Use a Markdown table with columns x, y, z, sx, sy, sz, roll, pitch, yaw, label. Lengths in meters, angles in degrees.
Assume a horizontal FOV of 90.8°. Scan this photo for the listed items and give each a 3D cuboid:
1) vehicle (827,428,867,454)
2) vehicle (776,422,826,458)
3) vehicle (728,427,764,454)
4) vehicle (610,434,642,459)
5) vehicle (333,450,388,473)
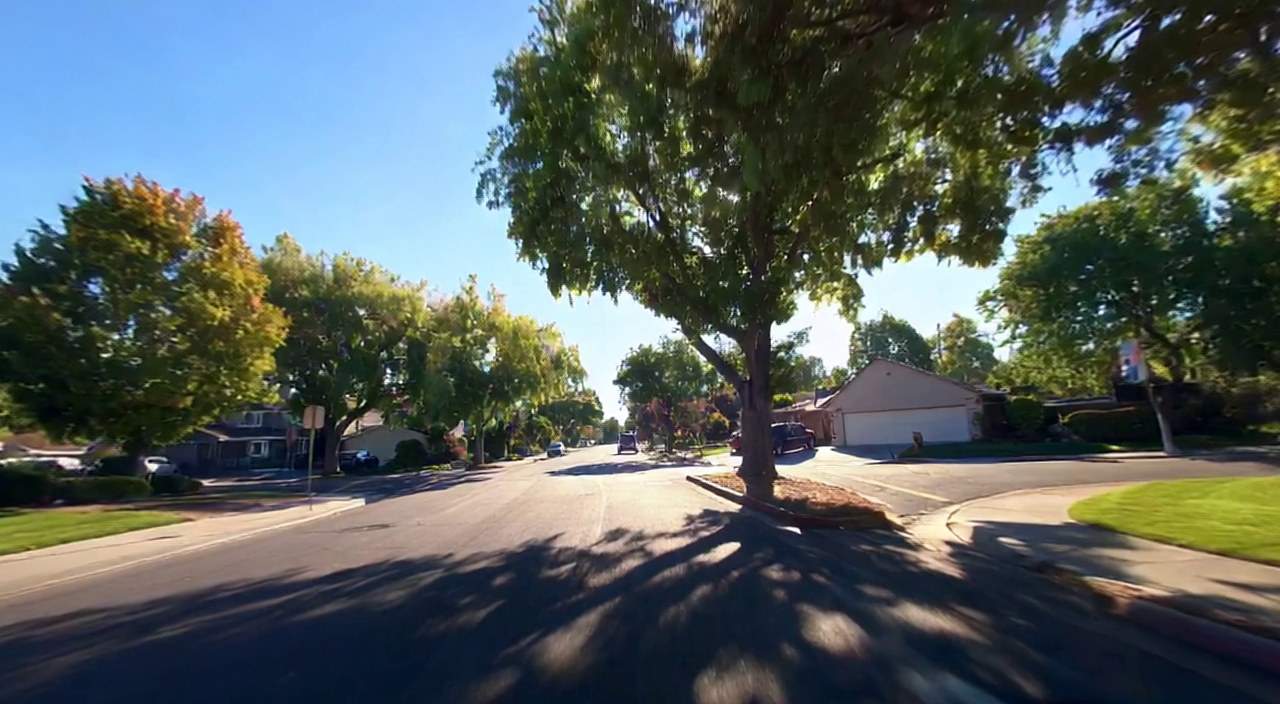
| x | y | z | sx | sy | sz | roll | pitch | yaw | label |
| --- | --- | --- | --- | --- | --- | --- | --- | --- | --- |
| 12.745 | 5.533 | 39.064 | 1.972 | 1.528 | 3.891 | -2 | -9 | 13 | vehicle |
| 9.434 | 5.247 | 37.484 | 2.333 | 1.933 | 5.662 | -1 | -9 | 9 | vehicle |
| 7.597 | 6.443 | 45.700 | 2.130 | 1.836 | 4.464 | -1 | -9 | 5 | vehicle |
| -0.988 | 6.715 | 44.969 | 2.116 | 1.711 | 4.155 | 0 | -8 | -1 | vehicle |
| -20.176 | 7.886 | 45.791 | 1.917 | 1.499 | 4.569 | 0 | -8 | 0 | vehicle |
